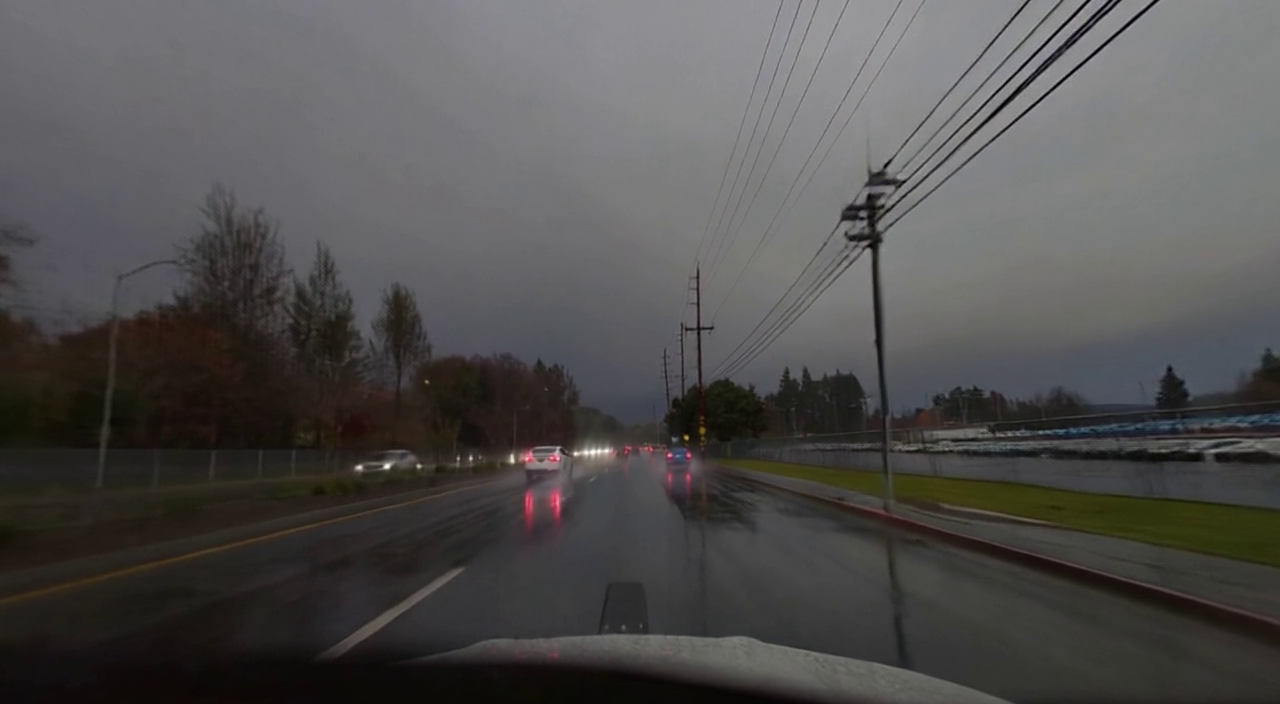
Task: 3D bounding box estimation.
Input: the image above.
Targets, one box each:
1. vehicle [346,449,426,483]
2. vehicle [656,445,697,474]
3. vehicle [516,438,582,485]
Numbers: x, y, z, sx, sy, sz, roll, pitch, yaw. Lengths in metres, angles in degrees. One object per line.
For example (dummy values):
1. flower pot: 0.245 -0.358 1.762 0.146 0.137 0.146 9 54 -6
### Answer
1. vehicle: -12.744 5.744 31.894 2.028 1.534 4.589 -1 -8 2
2. vehicle: 1.964 5.941 34.955 2.059 1.486 3.980 0 -8 0
3. vehicle: -3.573 4.380 25.452 1.950 1.692 4.397 0 -8 1
